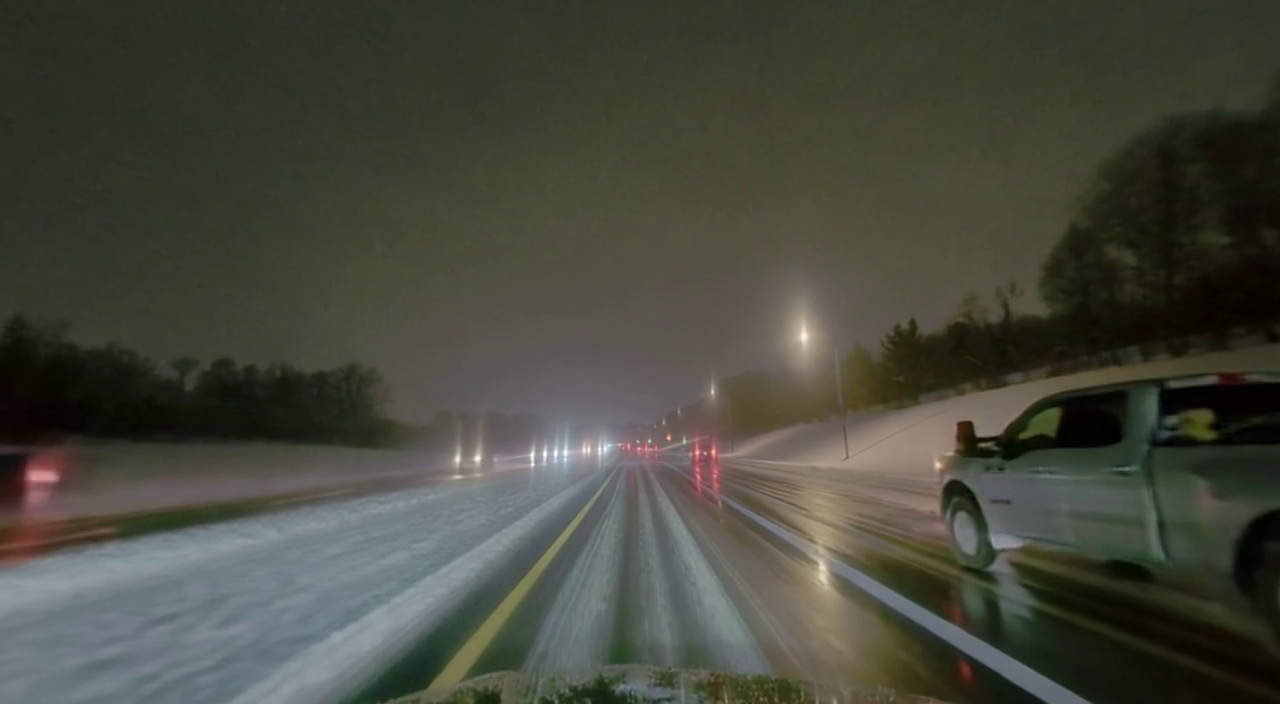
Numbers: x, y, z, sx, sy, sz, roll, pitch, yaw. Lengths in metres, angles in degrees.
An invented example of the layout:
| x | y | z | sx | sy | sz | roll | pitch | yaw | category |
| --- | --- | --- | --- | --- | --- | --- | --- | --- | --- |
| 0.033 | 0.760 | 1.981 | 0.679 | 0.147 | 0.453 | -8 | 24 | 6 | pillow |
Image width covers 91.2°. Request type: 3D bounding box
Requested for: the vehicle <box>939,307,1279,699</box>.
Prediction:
| x | y | z | sx | sy | sz | roll | pitch | yaw | category |
| --- | --- | --- | --- | --- | --- | --- | --- | --- | --- |
| 4.256 | 0.876 | 3.944 | 2.177 | 1.914 | 5.245 | 0 | -9 | 1 | vehicle |

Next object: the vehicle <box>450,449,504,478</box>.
| x | y | z | sx | sy | sz | roll | pitch | yaw | category |
| --- | --- | --- | --- | --- | --- | --- | --- | --- | --- |
| -9.522 | 6.535 | 36.989 | 1.941 | 1.524 | 4.584 | 0 | -9 | 0 | vehicle |

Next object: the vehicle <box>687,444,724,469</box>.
| x | y | z | sx | sy | sz | roll | pitch | yaw | category |
| --- | --- | --- | --- | --- | --- | --- | --- | --- | --- |
| 4.113 | 6.675 | 39.997 | 1.917 | 1.488 | 3.693 | 0 | -9 | -1 | vehicle |
